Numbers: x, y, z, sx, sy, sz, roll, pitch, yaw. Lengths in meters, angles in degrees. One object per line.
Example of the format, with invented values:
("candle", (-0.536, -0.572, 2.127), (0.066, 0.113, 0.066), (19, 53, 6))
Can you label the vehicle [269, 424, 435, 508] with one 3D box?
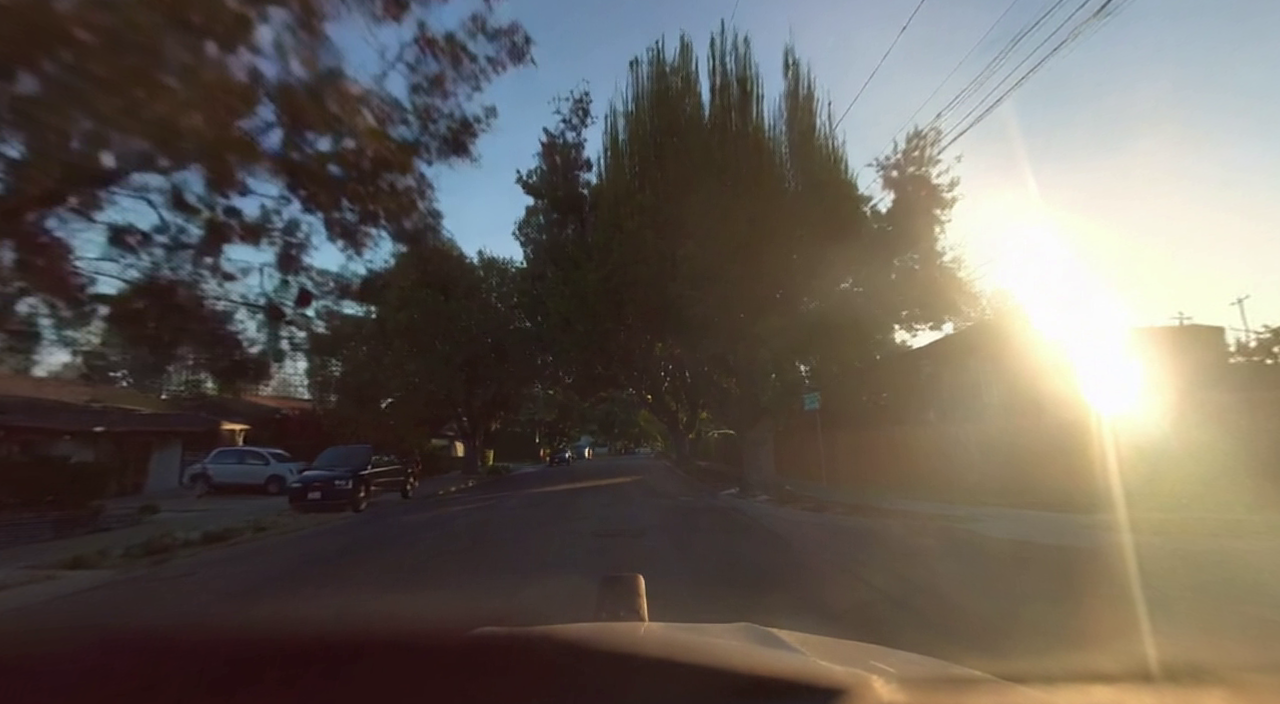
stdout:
("vehicle", (-7.379, 3.024, 16.894), (2.091, 1.912, 4.598), (0, -10, 2))
